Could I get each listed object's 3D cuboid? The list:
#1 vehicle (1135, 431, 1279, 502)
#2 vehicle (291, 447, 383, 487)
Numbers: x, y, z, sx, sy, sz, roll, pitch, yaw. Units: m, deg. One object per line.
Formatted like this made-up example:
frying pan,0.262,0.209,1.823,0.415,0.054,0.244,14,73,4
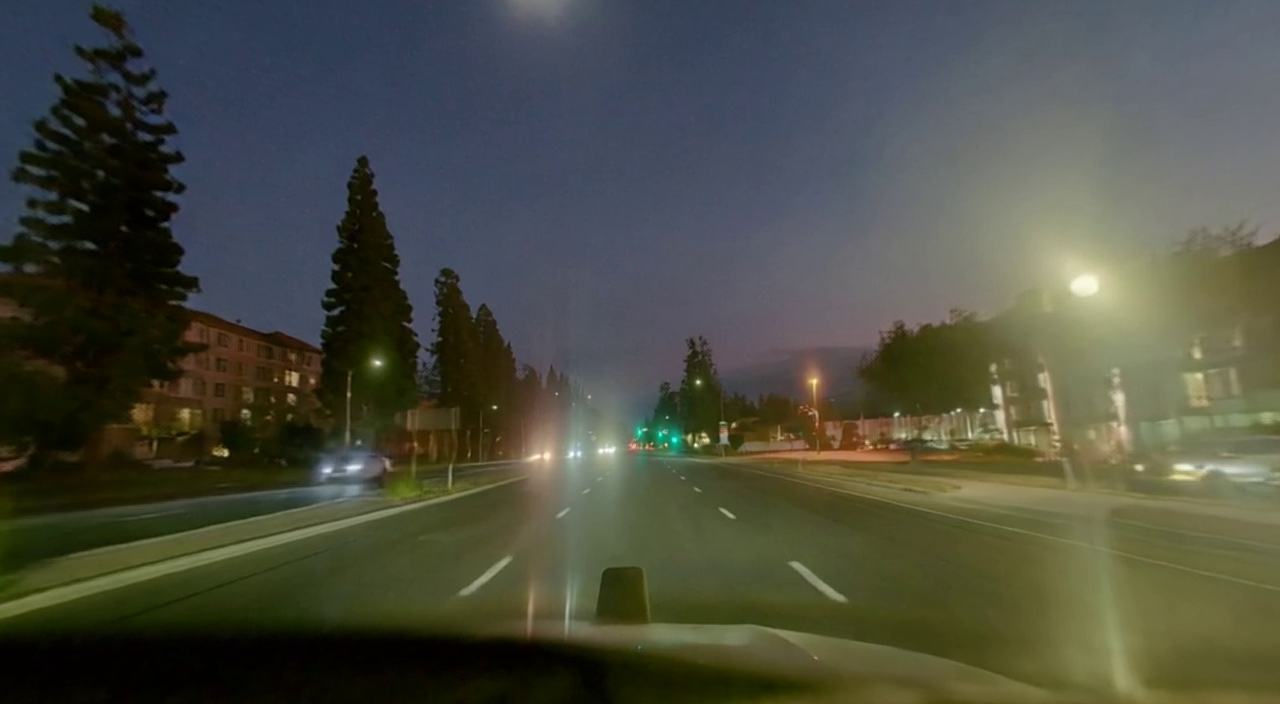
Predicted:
vehicle,15.929,2.893,16.157,4.606,1.668,2.135,0,-9,-1
vehicle,-13.814,5.230,29.067,2.072,1.712,4.467,0,-8,-1
